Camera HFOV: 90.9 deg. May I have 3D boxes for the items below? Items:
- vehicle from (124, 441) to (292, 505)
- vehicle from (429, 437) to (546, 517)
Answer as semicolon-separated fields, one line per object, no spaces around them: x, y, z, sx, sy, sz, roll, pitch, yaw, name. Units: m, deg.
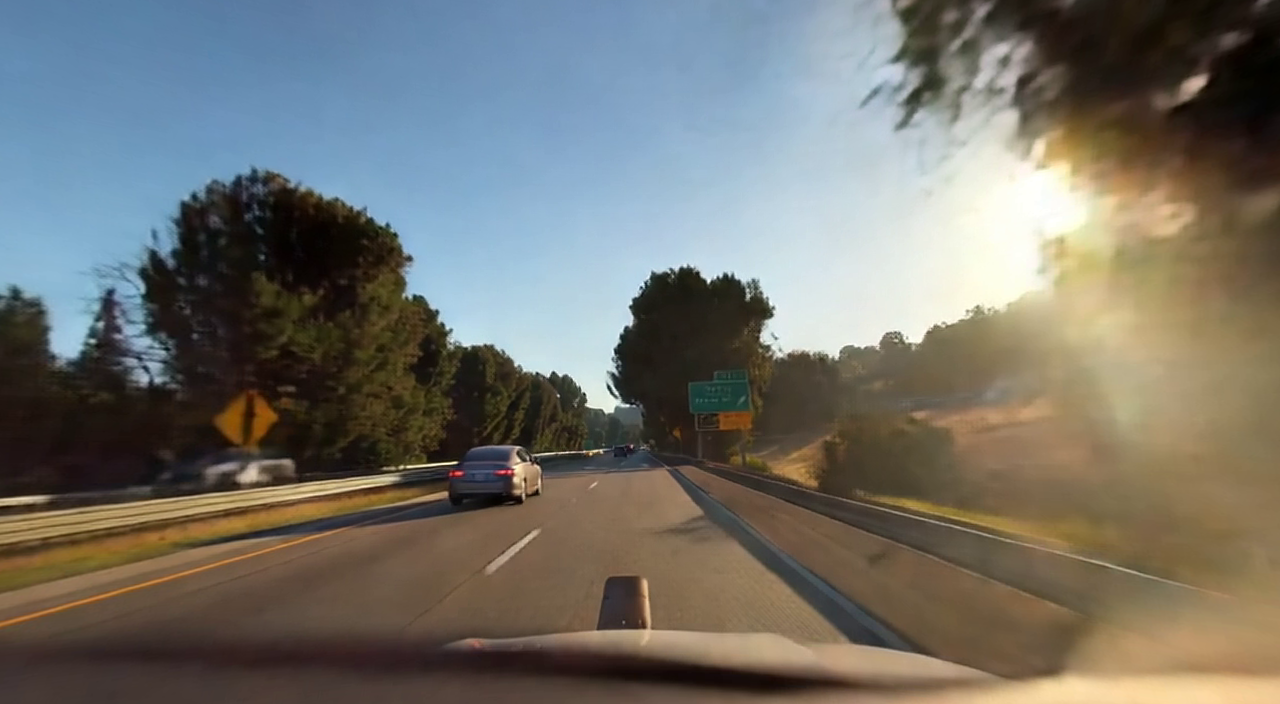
-14.817;4.155;22.091;2.174;1.954;5.022;-1;-9;2;vehicle
-3.261;2.722;14.177;1.675;1.537;3.574;0;-9;1;vehicle
